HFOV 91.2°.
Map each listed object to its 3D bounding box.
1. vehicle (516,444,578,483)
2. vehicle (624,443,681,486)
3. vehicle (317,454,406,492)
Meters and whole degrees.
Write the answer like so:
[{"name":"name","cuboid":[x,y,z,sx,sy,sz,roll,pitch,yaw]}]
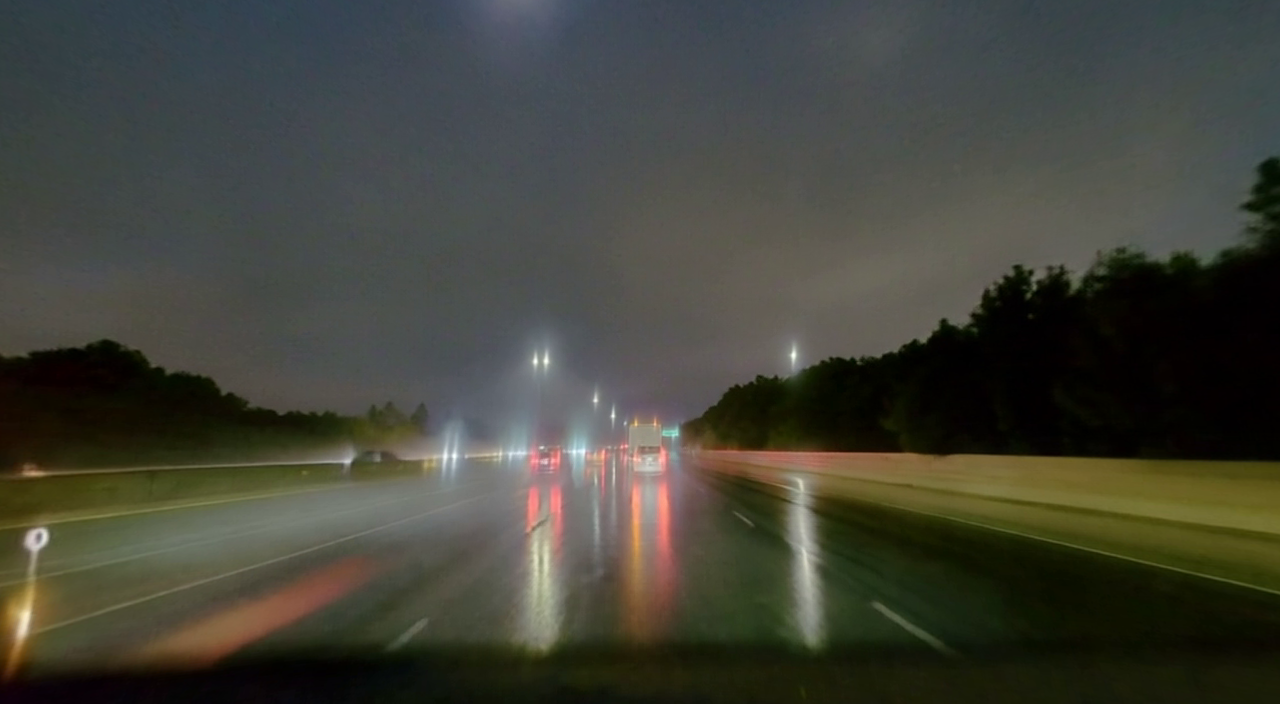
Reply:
[{"name":"vehicle","cuboid":[-3.875,4.762,26.983,1.940,1.502,4.463,-1,-9,1]},{"name":"vehicle","cuboid":[0.416,4.366,24.616,2.015,1.526,4.286,0,-9,-1]},{"name":"vehicle","cuboid":[-12.483,5.443,28.467,1.954,1.514,4.517,-1,-9,0]}]
